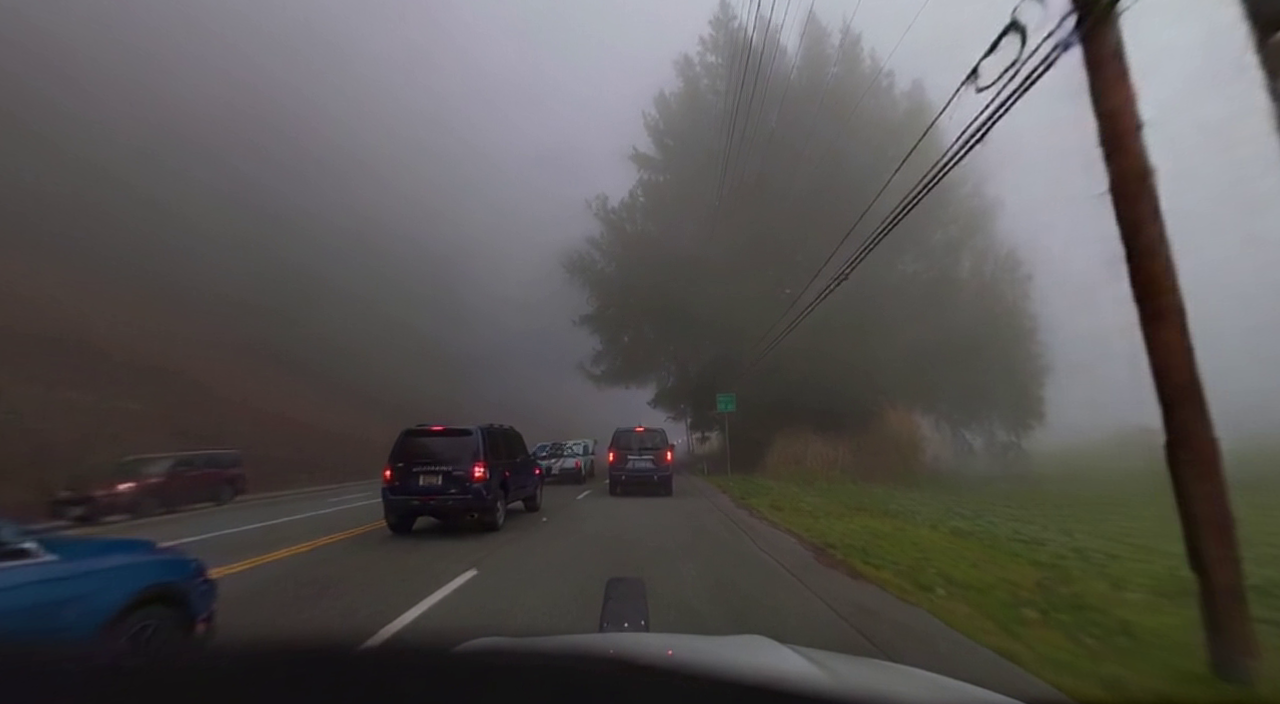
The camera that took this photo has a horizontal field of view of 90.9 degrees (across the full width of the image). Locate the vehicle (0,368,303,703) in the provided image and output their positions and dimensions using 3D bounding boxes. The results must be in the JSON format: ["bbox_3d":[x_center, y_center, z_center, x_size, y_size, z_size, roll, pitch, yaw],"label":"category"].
[{"bbox_3d":[-3.169,0.725,1.300,2.180,1.546,4.755,0,-9,2],"label":"vehicle"}]

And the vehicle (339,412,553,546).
[{"bbox_3d":[-2.951,2.080,10.911,2.062,1.796,4.657,-1,-9,2],"label":"vehicle"}]

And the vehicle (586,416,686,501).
[{"bbox_3d":[-0.017,2.730,16.379,2.241,1.912,4.095,-1,-9,2],"label":"vehicle"}]
